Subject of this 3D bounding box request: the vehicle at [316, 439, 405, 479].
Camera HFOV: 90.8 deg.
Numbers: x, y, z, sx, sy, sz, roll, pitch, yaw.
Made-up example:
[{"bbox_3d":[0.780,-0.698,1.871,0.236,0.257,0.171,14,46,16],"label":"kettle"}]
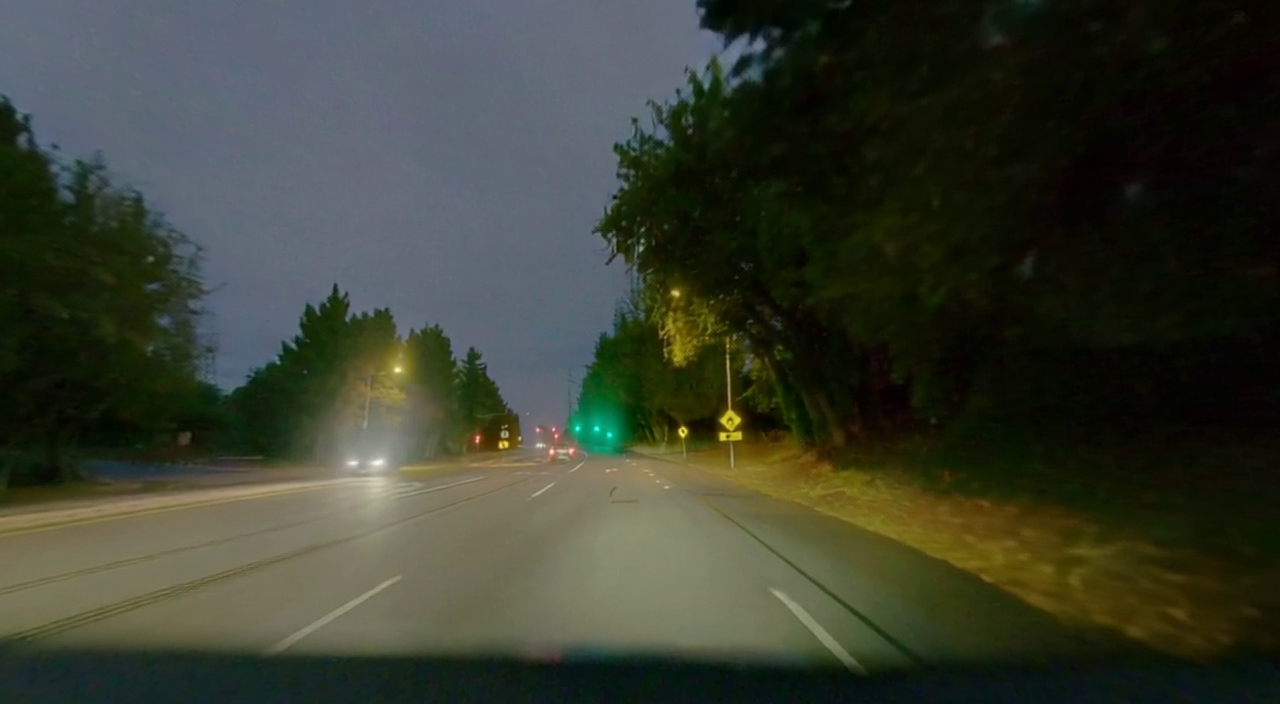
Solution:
[{"bbox_3d":[-14.231,5.452,32.600,2.277,1.857,5.330,0,-8,-2],"label":"vehicle"}]
